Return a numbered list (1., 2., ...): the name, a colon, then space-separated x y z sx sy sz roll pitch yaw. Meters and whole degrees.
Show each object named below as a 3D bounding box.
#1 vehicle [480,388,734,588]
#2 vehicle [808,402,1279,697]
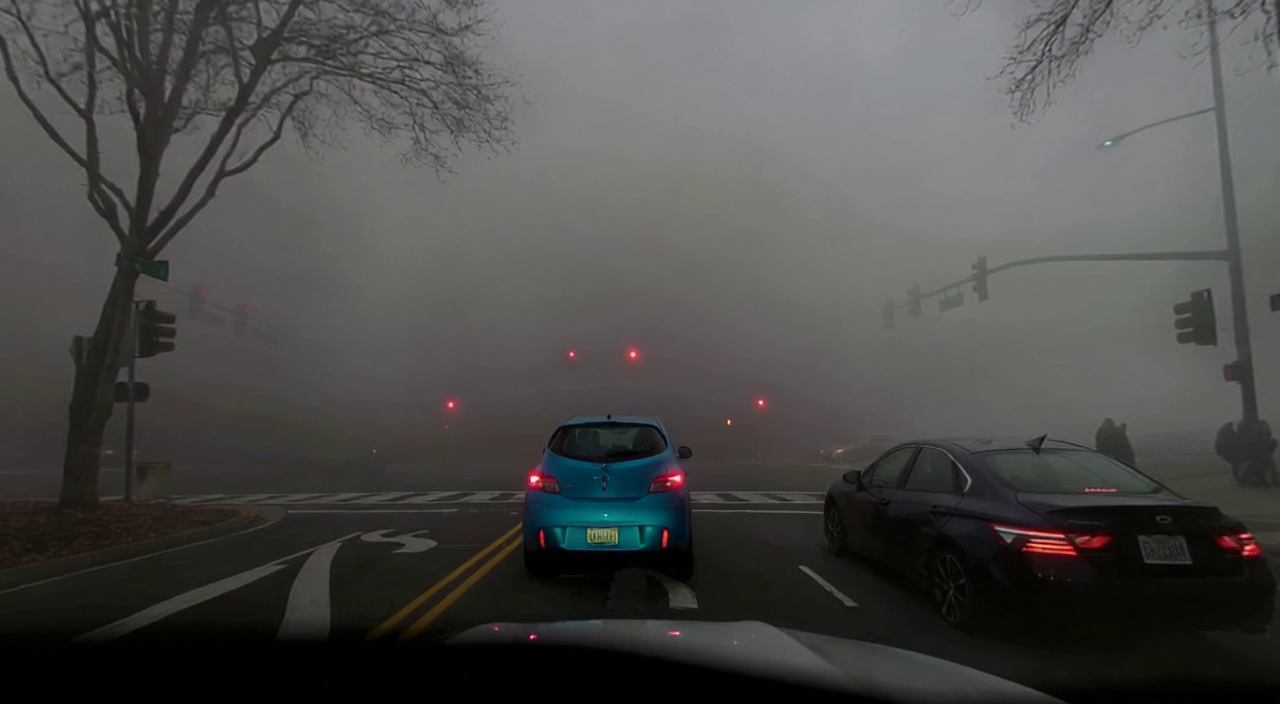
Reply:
1. vehicle: -0.351 1.524 7.796 2.247 1.760 4.231 0 -9 -2
2. vehicle: 3.162 1.402 5.763 1.932 1.562 4.629 0 -9 -1
